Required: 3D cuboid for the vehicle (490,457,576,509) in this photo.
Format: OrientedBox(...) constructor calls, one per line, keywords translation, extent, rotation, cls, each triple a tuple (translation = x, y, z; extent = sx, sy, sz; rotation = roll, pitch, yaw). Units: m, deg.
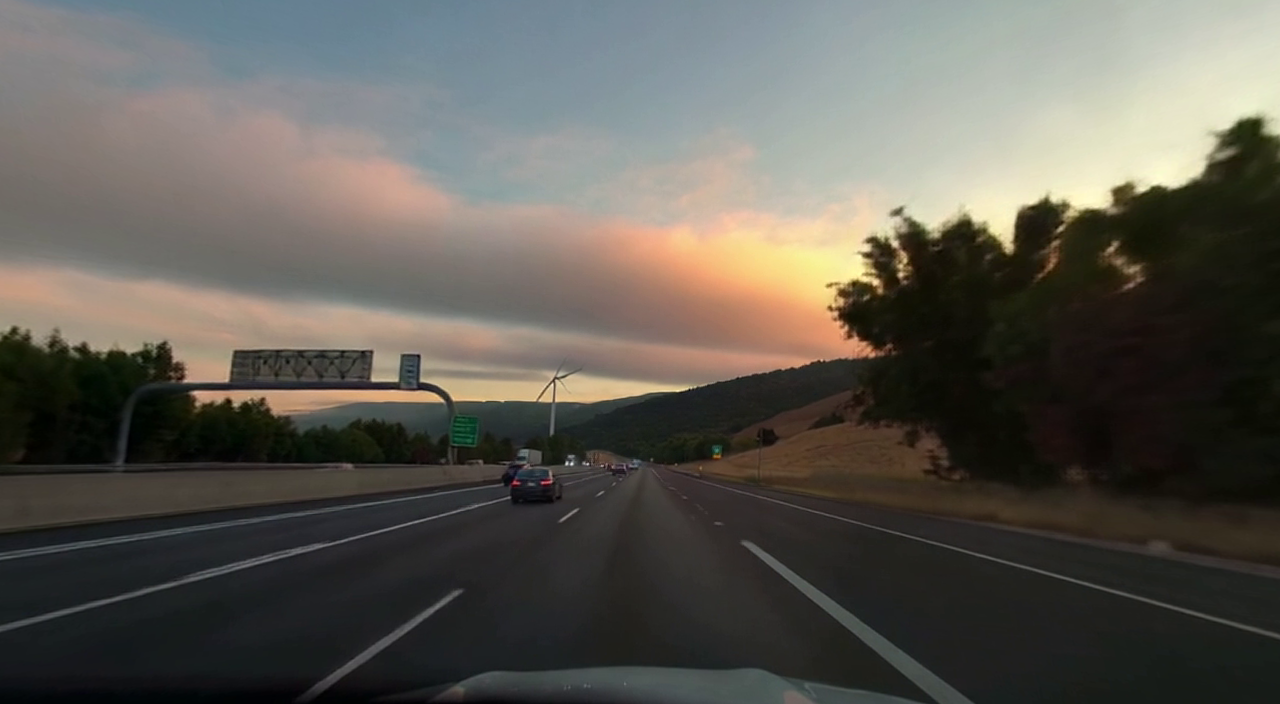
OrientedBox(translation=(-3.507, 4.430, 21.609), extent=(2.039, 1.505, 4.843), rotation=(1, -10, 0), cls="vehicle")
